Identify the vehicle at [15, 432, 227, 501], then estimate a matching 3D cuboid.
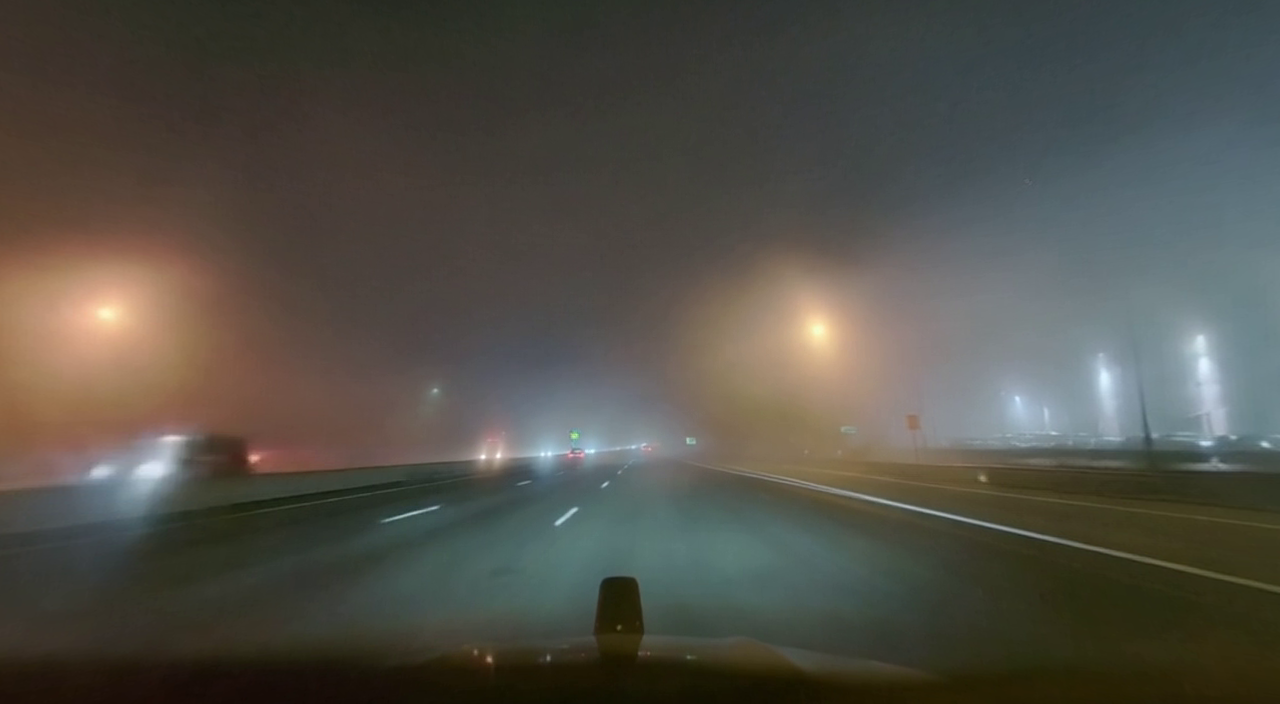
[{"bbox_3d":[-16.203,3.603,20.216,2.285,1.911,5.206,0,-9,1],"label":"vehicle"}]
